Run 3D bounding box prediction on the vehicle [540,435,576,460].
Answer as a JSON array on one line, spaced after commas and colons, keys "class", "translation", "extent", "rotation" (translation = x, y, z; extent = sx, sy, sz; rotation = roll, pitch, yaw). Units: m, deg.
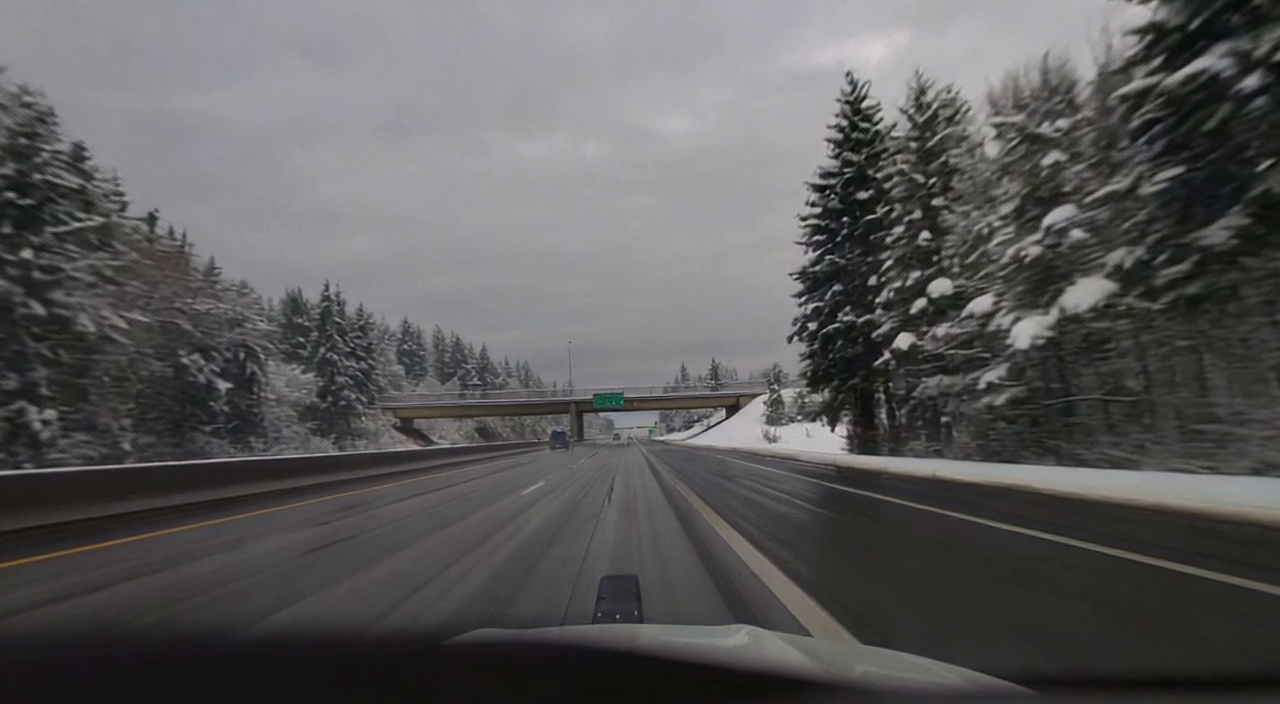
[{"class": "vehicle", "translation": [-5.141, 6.045, 40.013], "extent": [1.871, 1.489, 4.093], "rotation": [0, -8, -1]}]
